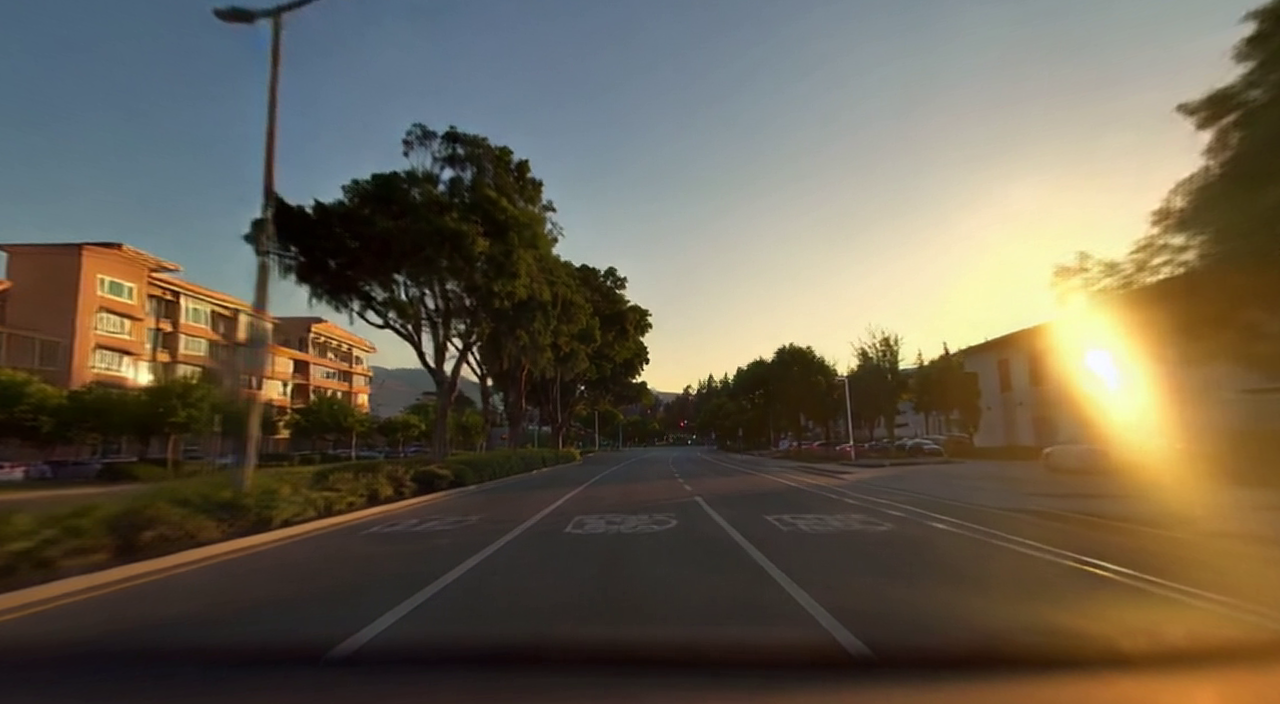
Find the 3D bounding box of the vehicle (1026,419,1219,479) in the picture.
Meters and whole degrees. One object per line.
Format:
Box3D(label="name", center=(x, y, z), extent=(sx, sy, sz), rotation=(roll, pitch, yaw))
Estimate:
Box3D(label="vehicle", center=(13.611, 2.791, 18.256), extent=(1.879, 1.507, 4.836), rotation=(0, -8, 2))
